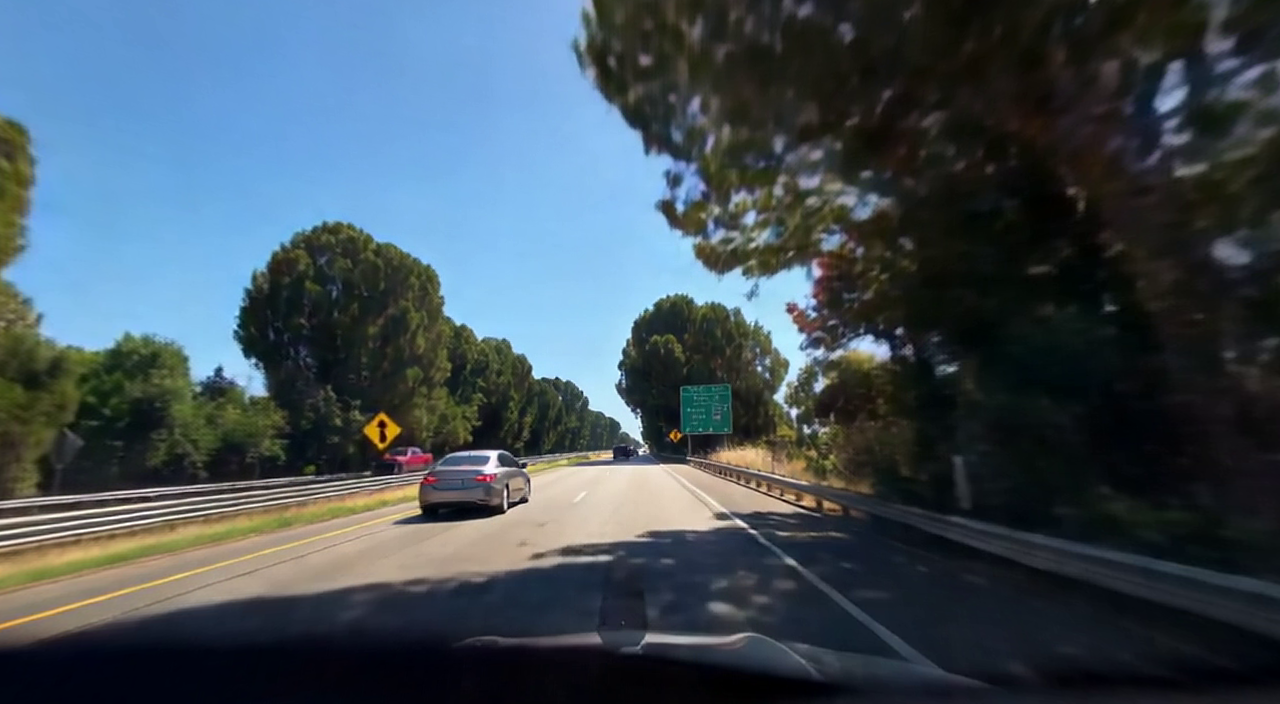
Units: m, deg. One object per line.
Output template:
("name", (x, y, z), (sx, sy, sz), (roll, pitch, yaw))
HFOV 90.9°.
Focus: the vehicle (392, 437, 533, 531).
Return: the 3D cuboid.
("vehicle", (-3.266, 2.493, 12.358), (1.675, 1.537, 3.574), (0, -9, 1))
